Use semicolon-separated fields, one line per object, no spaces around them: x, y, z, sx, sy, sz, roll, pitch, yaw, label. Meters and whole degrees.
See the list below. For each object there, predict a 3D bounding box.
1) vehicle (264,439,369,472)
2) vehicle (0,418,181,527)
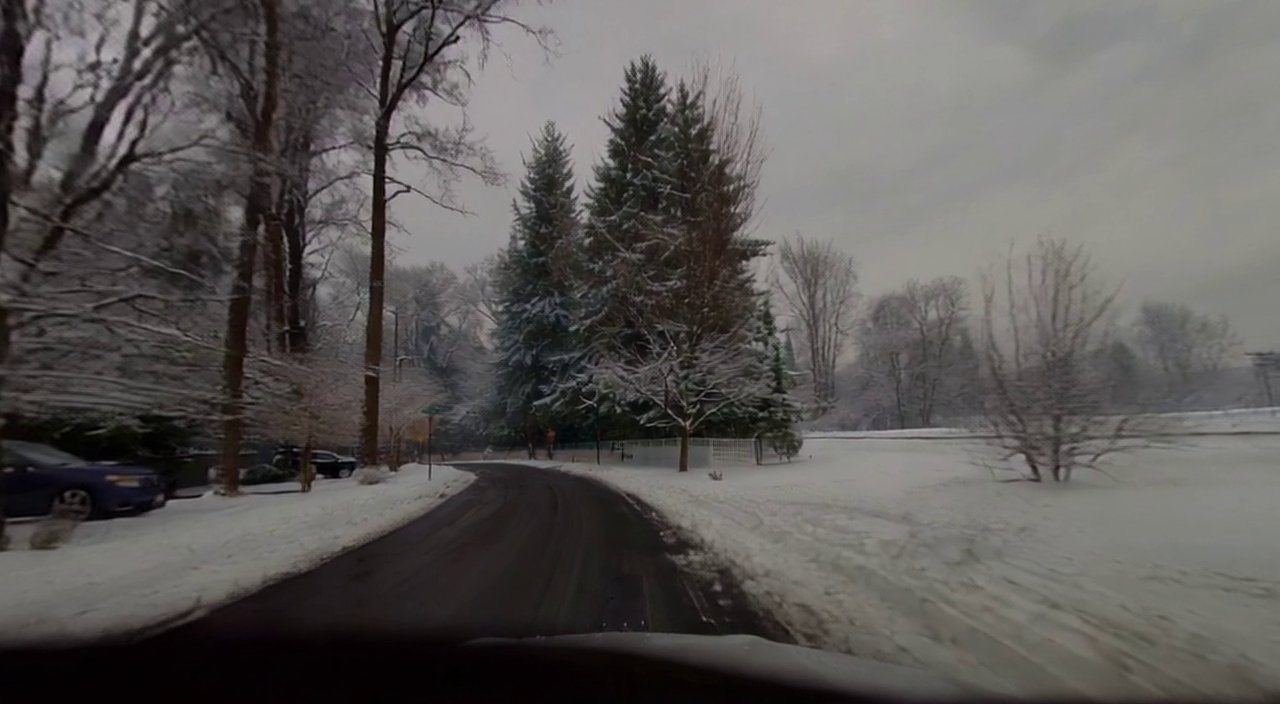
-16.808;5.419;32.983;4.471;1.638;1.877;2;-8;-13;vehicle
-11.578;2.157;11.273;4.961;1.757;1.971;1;-9;-17;vehicle
